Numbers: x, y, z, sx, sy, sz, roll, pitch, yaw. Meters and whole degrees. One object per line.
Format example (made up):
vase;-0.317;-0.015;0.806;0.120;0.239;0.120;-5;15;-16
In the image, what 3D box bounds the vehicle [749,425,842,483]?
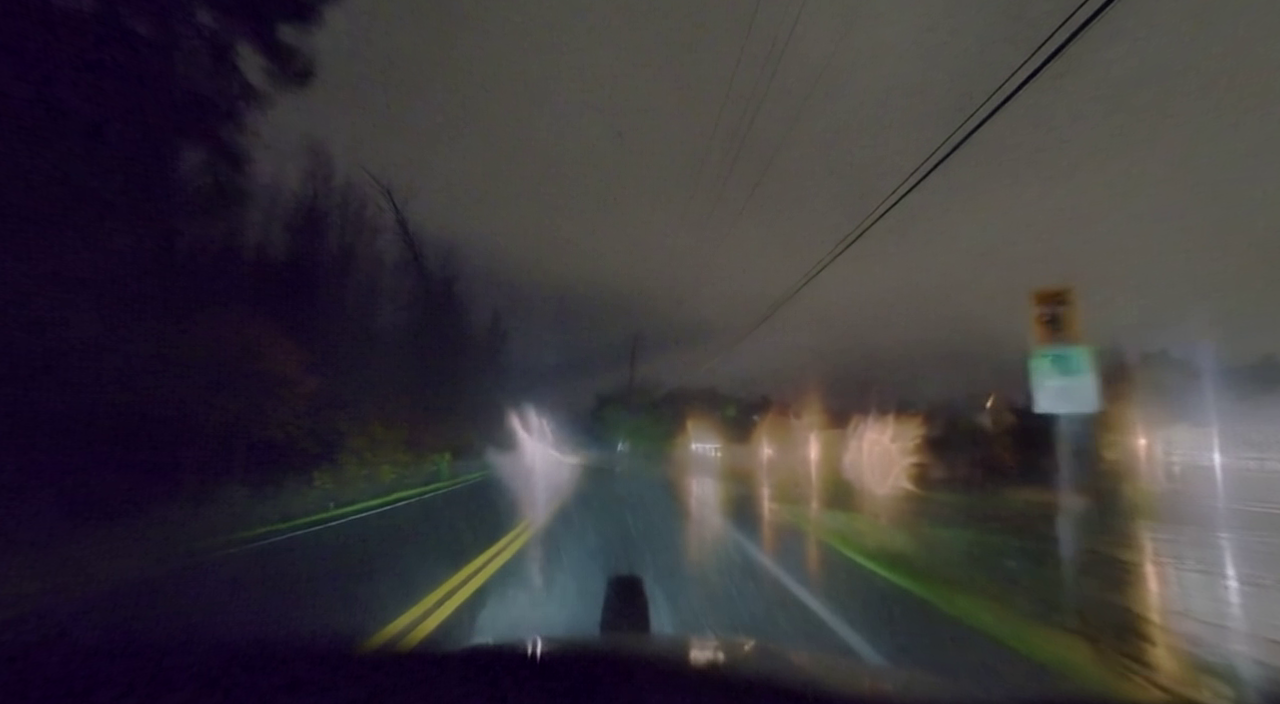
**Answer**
vehicle;11.010;7.216;44.719;5.297;3.064;2.935;11;-6;-17
